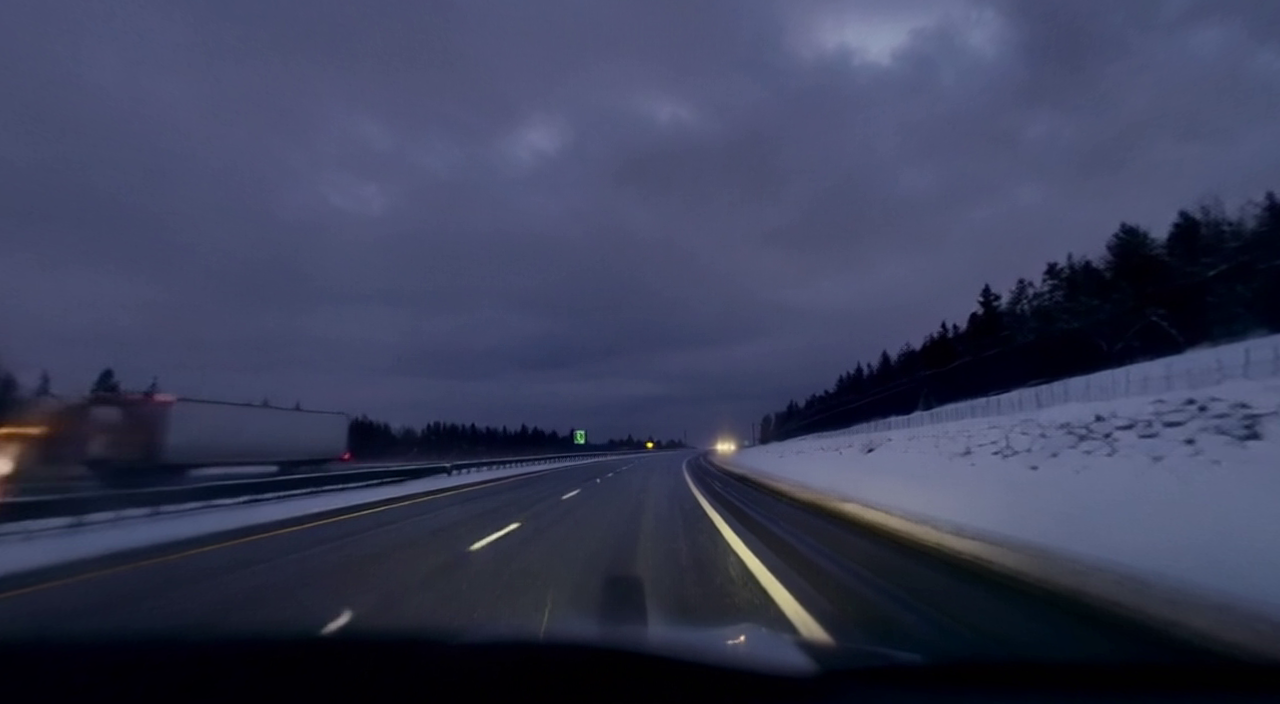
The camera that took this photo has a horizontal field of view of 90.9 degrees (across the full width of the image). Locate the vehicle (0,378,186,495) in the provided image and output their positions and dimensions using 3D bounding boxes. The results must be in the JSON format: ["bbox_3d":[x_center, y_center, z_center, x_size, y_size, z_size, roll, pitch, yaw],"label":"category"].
[{"bbox_3d":[-23.348,3.519,25.735,3.037,3.998,8.244,-1,-9,3],"label":"vehicle"}]

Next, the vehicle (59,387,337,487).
[{"bbox_3d":[-22.841,4.871,35.245,2.906,4.213,16.623,-1,-9,3],"label":"vehicle"}]
